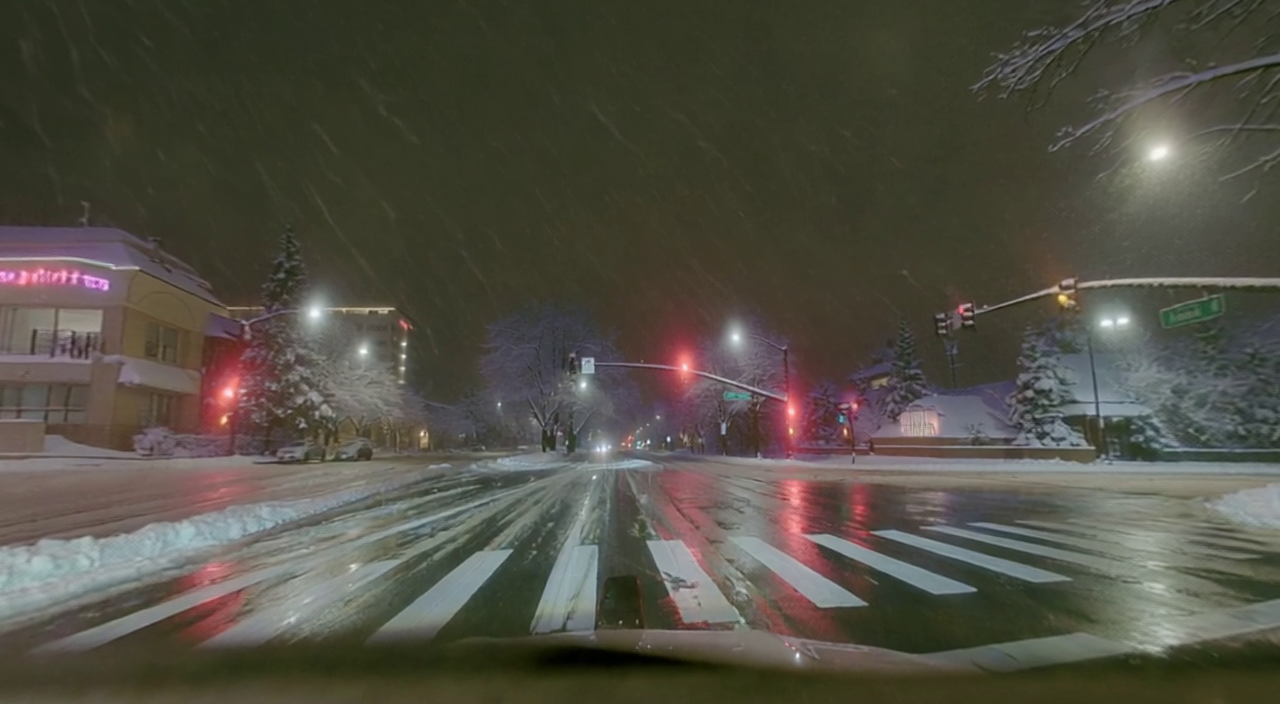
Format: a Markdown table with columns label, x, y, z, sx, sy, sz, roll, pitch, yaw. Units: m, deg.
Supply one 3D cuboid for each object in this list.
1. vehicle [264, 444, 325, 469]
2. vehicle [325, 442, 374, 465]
| label | x | y | z | sx | sy | sz | roll | pitch | yaw |
| --- | --- | --- | --- | --- | --- | --- | --- | --- | --- |
| vehicle | -21.860 | 6.595 | 40.151 | 2.005 | 1.496 | 4.020 | 1 | -9 | -6 |
| vehicle | -22.441 | 7.856 | 49.007 | 2.023 | 1.706 | 4.756 | 1 | -9 | -6 |
